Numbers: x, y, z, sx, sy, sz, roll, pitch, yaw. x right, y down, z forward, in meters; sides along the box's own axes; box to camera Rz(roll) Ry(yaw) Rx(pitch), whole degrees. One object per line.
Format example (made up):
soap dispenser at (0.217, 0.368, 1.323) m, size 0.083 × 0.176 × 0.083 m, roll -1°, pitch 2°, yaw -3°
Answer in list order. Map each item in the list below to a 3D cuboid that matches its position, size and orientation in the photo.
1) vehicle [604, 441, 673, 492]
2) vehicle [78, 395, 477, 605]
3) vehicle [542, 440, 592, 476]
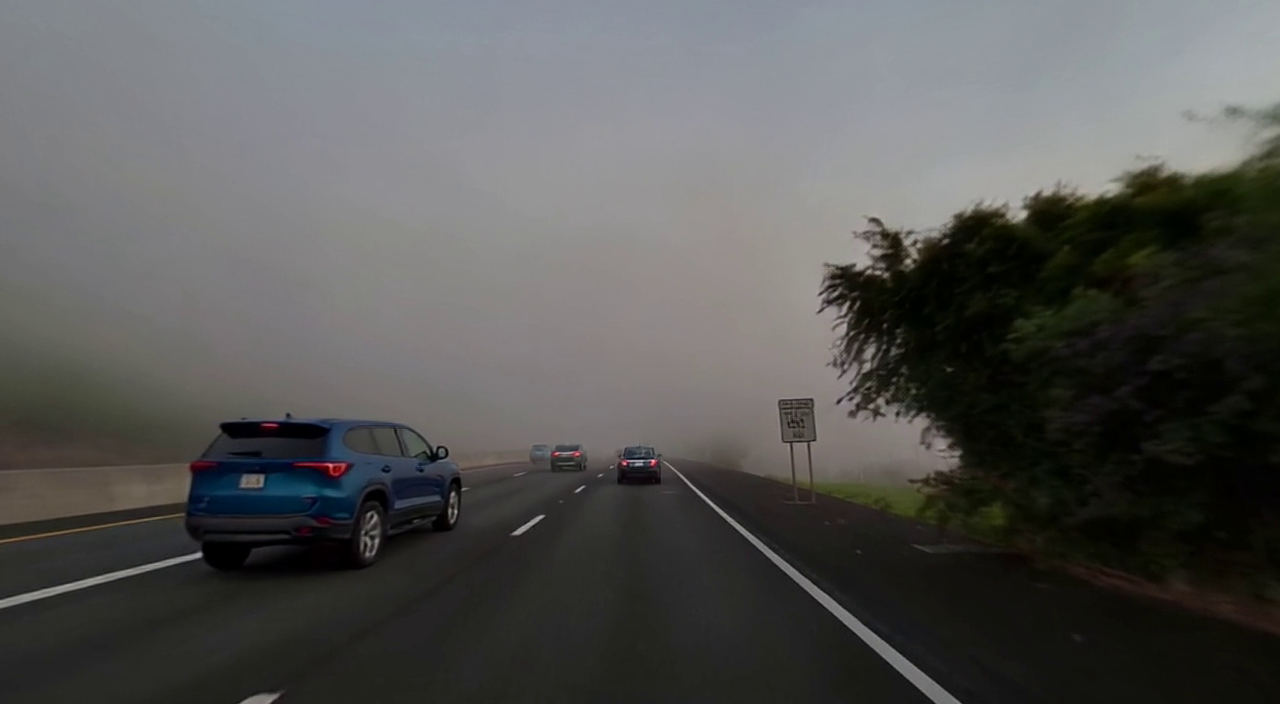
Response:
vehicle at (-0.047, 3.695, 20.696) m, size 2.047 × 1.473 × 3.978 m, roll 0°, pitch -8°, yaw 0°
vehicle at (-3.718, 1.611, 7.755) m, size 2.133 × 1.789 × 4.518 m, roll -1°, pitch -8°, yaw 1°
vehicle at (-3.662, 5.394, 32.405) m, size 1.993 × 1.717 × 4.321 m, roll -1°, pitch -8°, yaw 1°
